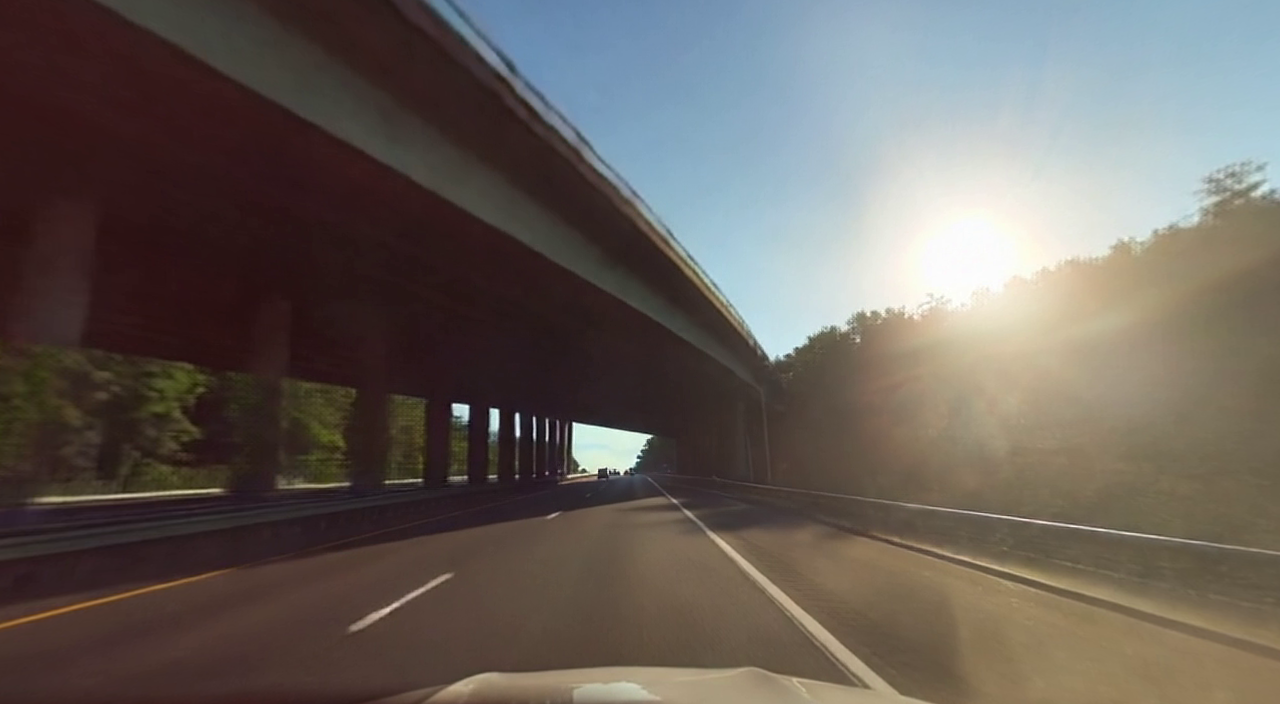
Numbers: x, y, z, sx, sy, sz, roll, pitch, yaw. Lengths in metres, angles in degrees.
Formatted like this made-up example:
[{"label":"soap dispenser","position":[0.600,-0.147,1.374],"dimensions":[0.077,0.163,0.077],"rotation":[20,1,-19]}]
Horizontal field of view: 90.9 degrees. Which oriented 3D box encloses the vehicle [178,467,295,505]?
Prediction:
[{"label":"vehicle","position":[-16.722,5.554,26.413],"dimensions":[1.870,1.436,4.499],"rotation":[1,-10,1]}]
